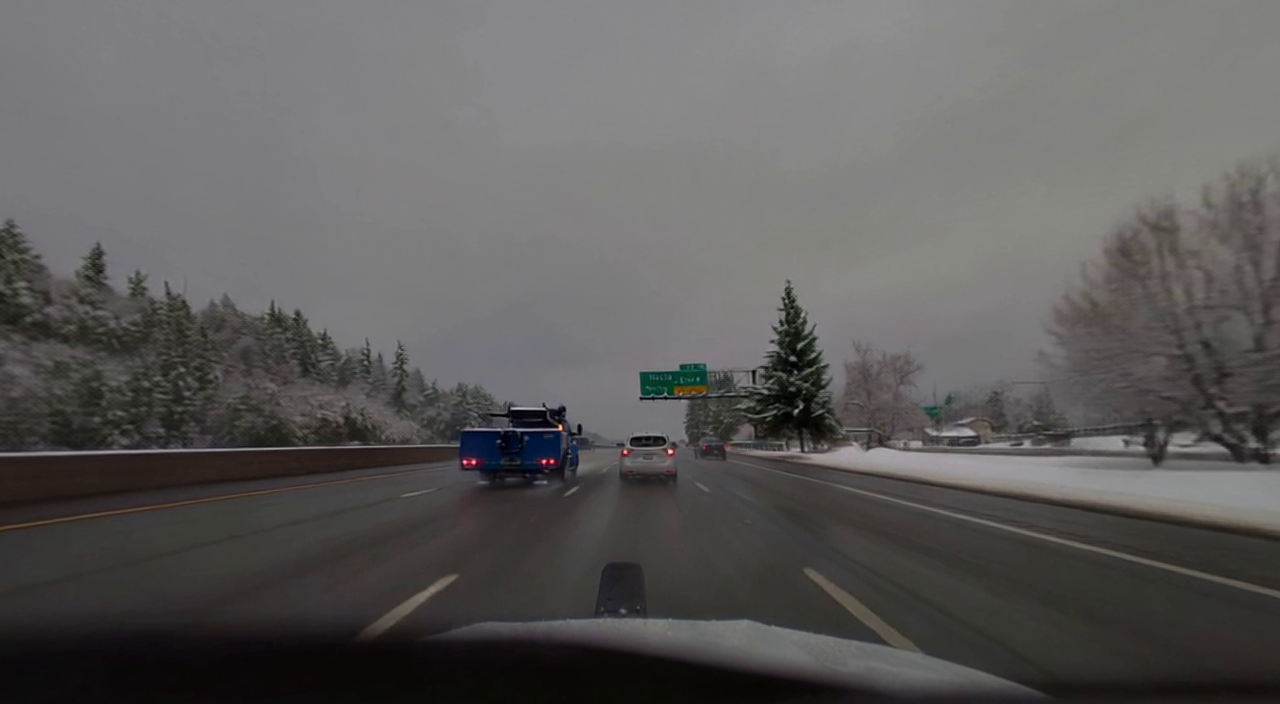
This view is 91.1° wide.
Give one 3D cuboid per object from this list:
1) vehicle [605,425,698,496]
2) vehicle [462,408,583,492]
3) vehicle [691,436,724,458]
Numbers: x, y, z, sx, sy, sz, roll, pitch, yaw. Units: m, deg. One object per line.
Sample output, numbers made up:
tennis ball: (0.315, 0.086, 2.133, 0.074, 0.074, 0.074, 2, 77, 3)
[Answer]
vehicle: (0.290, 2.871, 16.953, 2.165, 1.653, 4.456, 0, -8, 1)
vehicle: (-3.249, 2.910, 18.898, 2.526, 2.146, 5.594, 0, -8, 0)
vehicle: (5.242, 7.408, 49.148, 2.079, 1.656, 4.506, 0, -8, 0)
